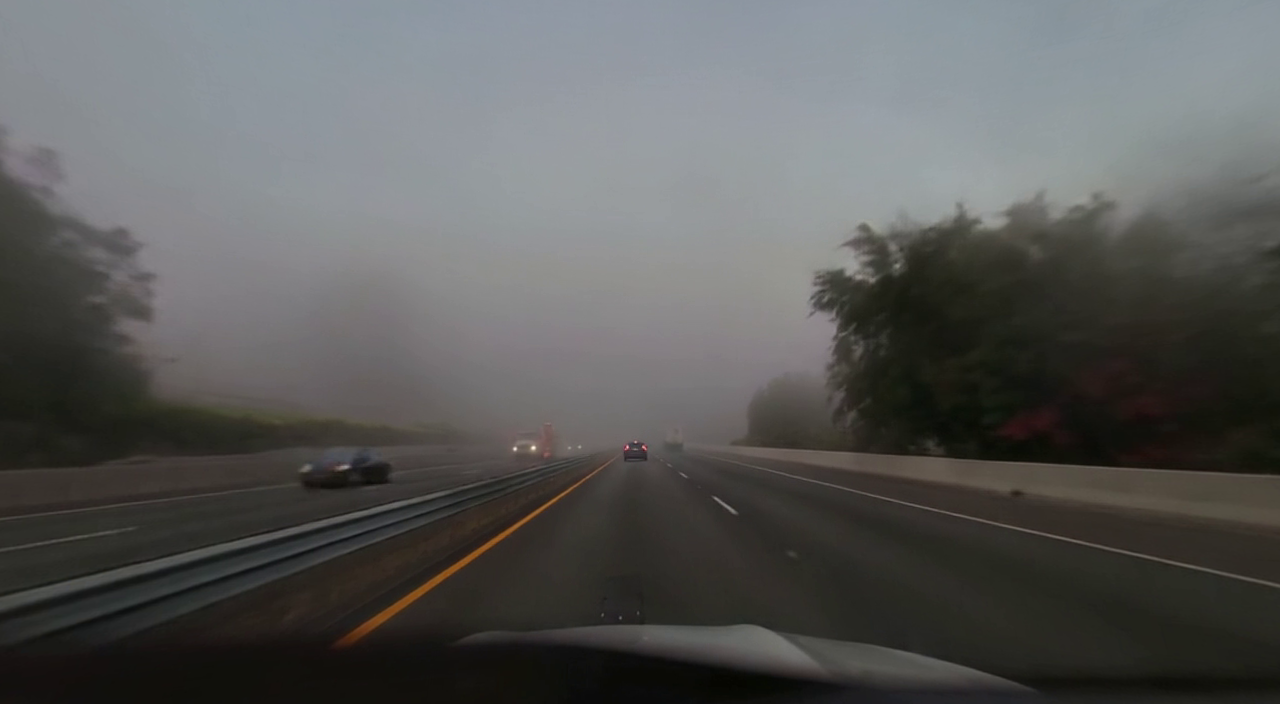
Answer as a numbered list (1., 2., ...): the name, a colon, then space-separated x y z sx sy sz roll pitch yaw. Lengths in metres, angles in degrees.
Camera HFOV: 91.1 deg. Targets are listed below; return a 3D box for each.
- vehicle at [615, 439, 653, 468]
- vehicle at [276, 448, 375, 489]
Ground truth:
1. vehicle: -0.329 5.658 35.288 2.004 1.472 4.075 0 -8 0
2. vehicle: -12.914 4.771 26.131 1.971 1.494 4.109 -1 -8 0
